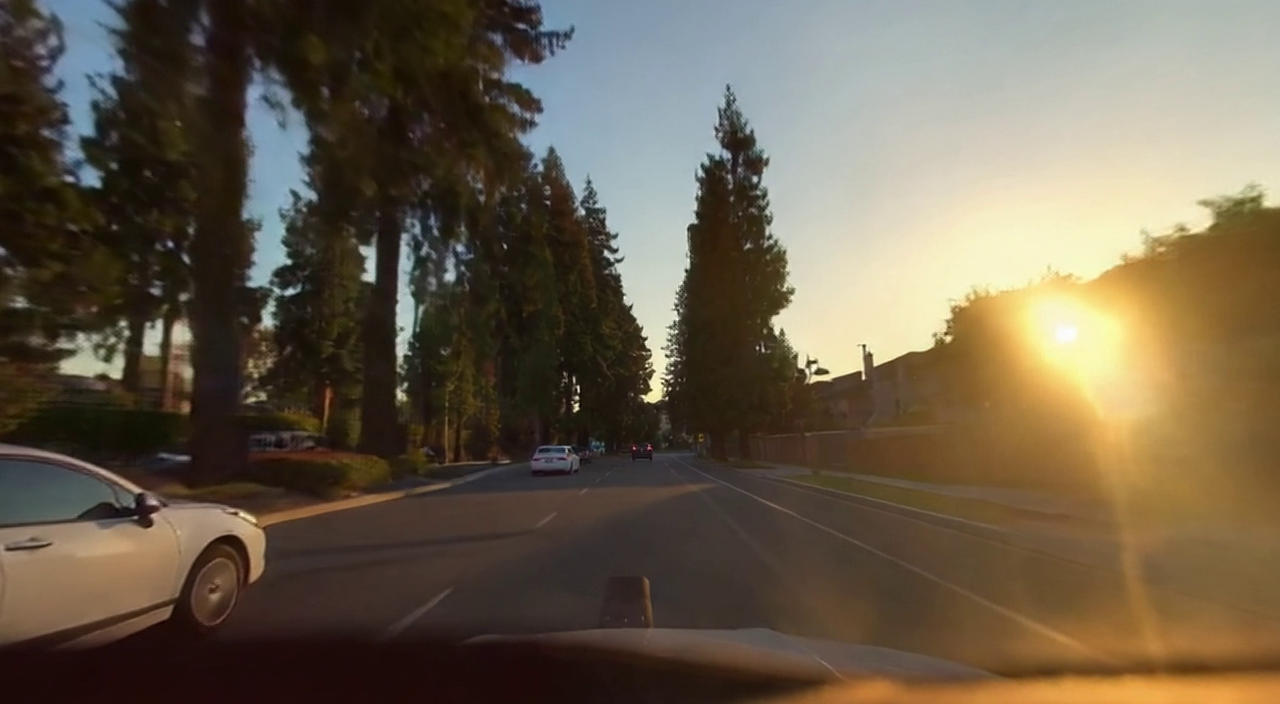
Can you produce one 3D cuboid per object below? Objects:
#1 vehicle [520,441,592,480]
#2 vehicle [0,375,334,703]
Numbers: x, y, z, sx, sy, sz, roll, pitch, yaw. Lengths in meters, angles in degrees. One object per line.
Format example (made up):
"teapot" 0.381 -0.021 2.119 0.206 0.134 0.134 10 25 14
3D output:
"vehicle" -3.412 4.510 26.474 2.188 1.473 4.651 0 -9 2
"vehicle" -4.030 0.948 3.349 2.190 1.545 4.943 0 -9 2
